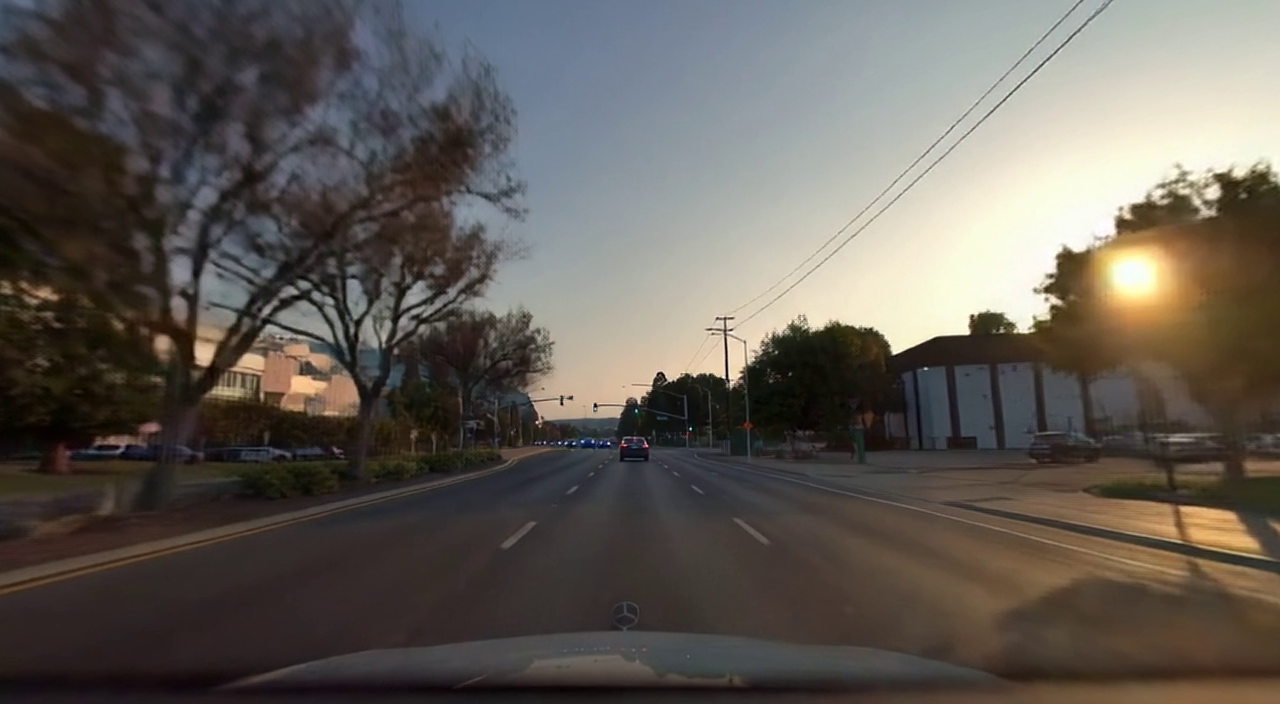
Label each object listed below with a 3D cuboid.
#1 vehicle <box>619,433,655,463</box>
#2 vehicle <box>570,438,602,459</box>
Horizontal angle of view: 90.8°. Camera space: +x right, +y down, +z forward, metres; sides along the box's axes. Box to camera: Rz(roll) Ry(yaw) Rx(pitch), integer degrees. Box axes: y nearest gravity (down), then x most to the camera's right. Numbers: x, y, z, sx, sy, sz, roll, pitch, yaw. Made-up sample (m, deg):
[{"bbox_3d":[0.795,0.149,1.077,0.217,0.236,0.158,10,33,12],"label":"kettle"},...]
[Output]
[{"bbox_3d":[-0.231,6.122,40.336,2.188,1.782,3.982,0,-8,-1],"label":"vehicle"},{"bbox_3d":[-4.041,7.327,48.060,2.075,1.474,4.367,0,-8,0],"label":"vehicle"}]
